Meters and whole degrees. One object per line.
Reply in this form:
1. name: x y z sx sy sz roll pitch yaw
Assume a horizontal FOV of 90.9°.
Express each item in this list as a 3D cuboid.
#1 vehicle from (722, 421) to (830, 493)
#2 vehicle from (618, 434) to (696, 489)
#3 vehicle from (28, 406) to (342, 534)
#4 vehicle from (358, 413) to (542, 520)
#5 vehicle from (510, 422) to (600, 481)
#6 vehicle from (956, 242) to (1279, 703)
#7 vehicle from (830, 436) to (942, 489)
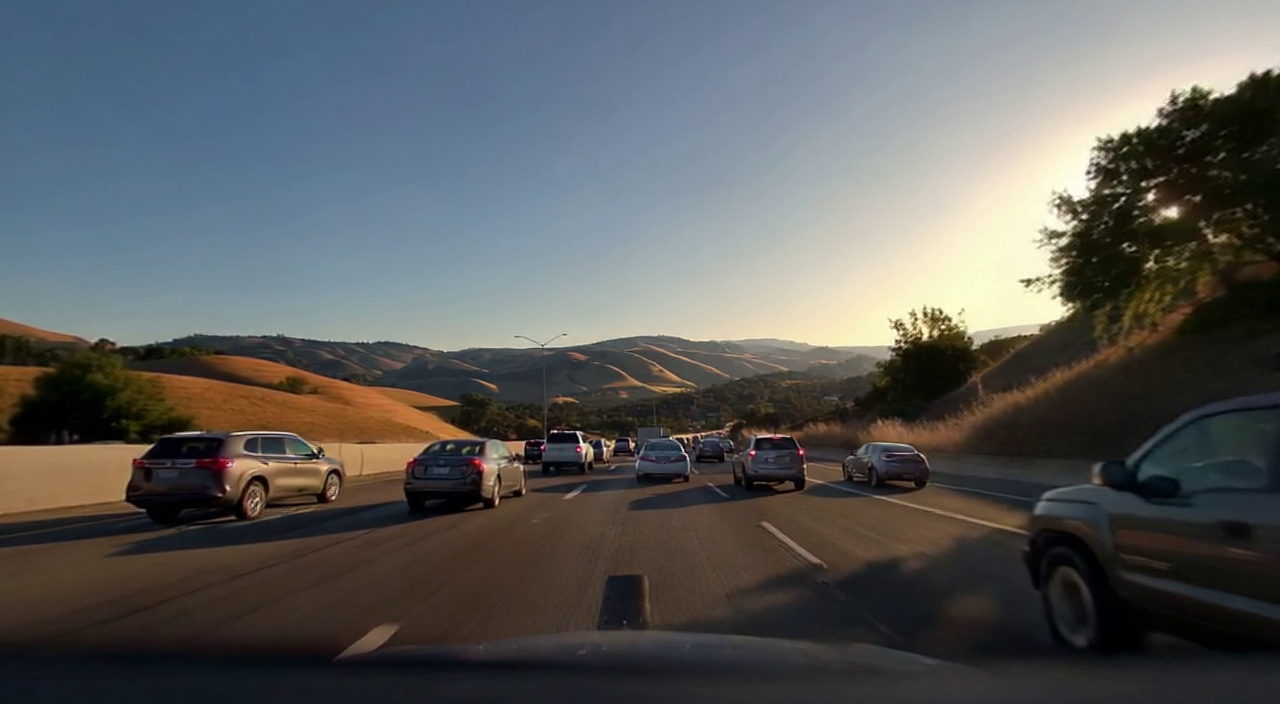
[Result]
1. vehicle: 3.694 2.952 18.041 2.046 1.765 4.534 0 -8 0
2. vehicle: 0.519 3.285 19.358 2.105 1.471 4.349 0 -8 1
3. vehicle: -7.677 2.039 11.482 2.017 1.810 4.782 0 -8 2
4. vehicle: -3.413 2.168 12.437 2.179 1.723 4.410 0 -8 1
5. vehicle: -2.969 3.672 23.531 2.301 1.902 5.374 -1 -8 3
6. vehicle: 3.447 0.536 2.018 2.266 1.929 5.194 0 -8 1
7. vehicle: 7.456 3.366 19.611 1.846 1.469 4.166 0 -8 1
